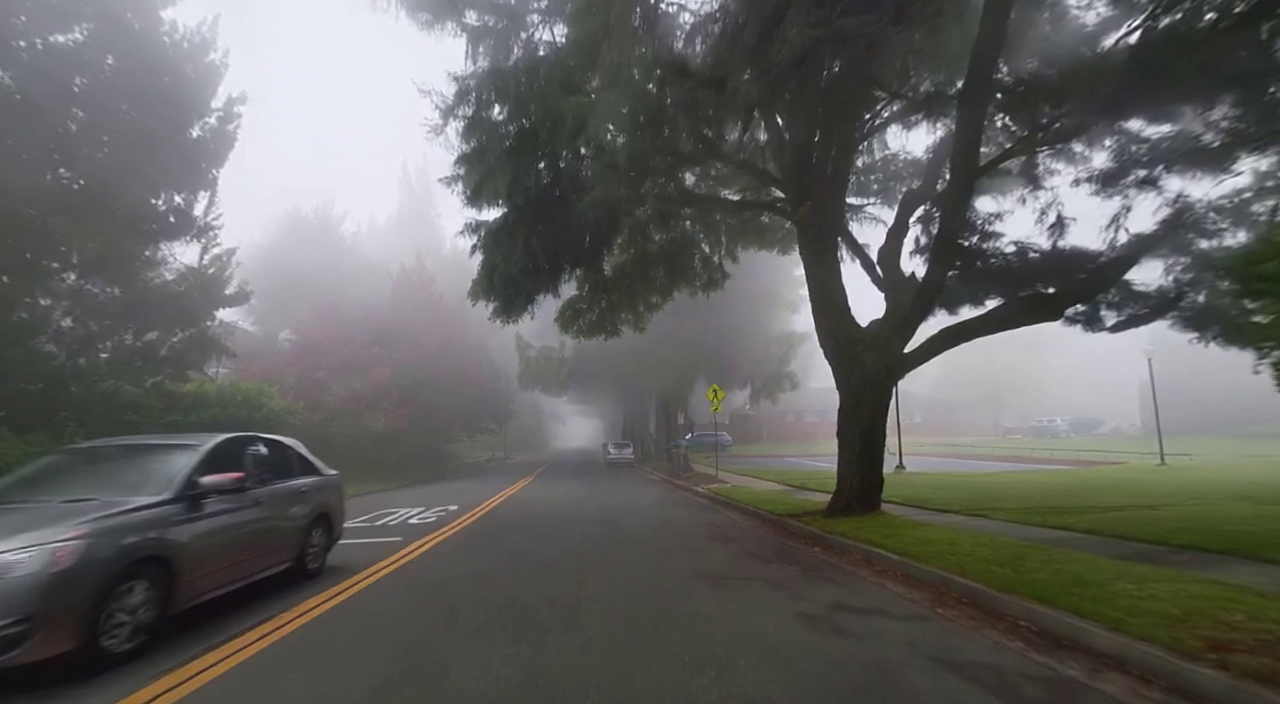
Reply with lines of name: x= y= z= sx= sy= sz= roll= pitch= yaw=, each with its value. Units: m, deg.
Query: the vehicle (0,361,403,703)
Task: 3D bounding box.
vehicle: x=-4.153 y=1.308 z=5.763 sx=2.153 sy=1.799 sz=5.026 roll=0 pitch=-8 yaw=-2

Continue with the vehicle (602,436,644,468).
vehicle: x=-1.084 y=5.963 z=37.784 sx=2.204 sy=1.776 sz=4.262 roll=1 pitch=-8 yaw=-6

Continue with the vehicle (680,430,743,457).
vehicle: x=5.393 y=6.795 z=47.281 sx=4.390 sy=1.696 sz=1.954 roll=1 pitch=-8 yaw=-36
